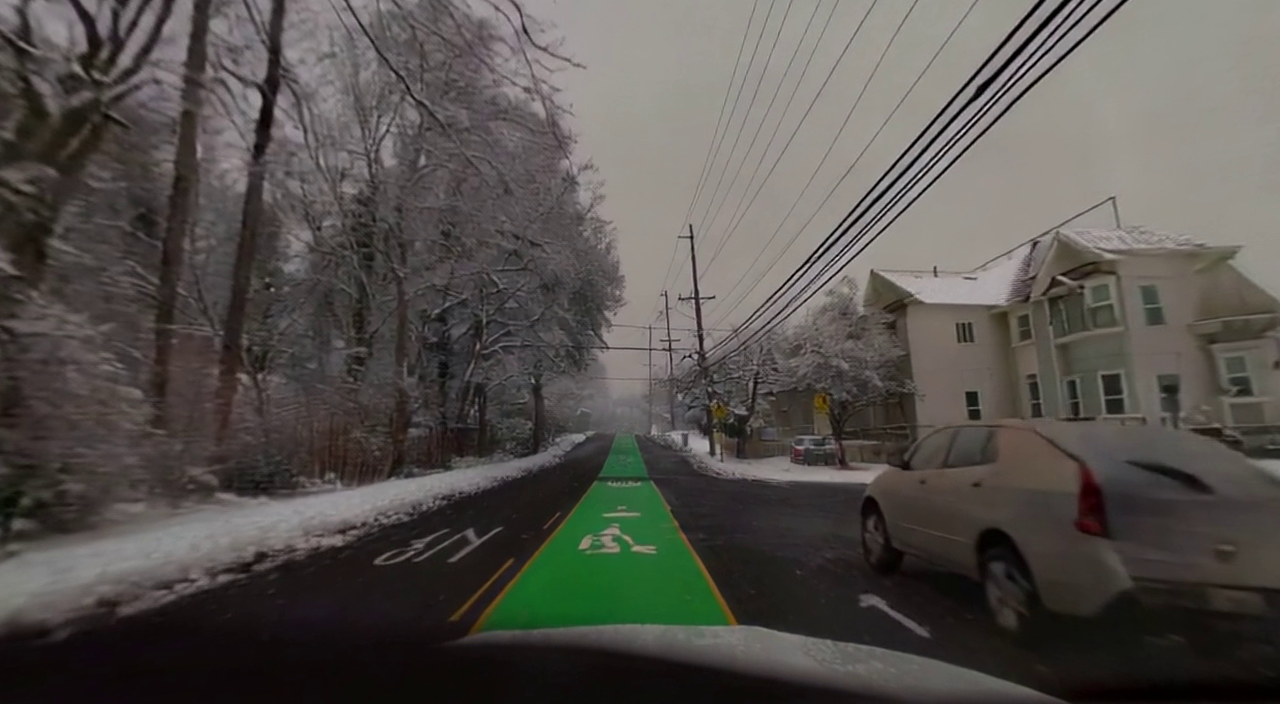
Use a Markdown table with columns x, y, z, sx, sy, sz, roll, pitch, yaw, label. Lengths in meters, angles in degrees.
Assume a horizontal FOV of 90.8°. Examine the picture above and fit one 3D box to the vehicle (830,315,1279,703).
| x | y | z | sx | sy | sz | roll | pitch | yaw | label |
| --- | --- | --- | --- | --- | --- | --- | --- | --- | --- |
| 3.389 | 1.273 | 5.049 | 2.054 | 1.879 | 4.717 | 3 | -12 | -3 | vehicle |
